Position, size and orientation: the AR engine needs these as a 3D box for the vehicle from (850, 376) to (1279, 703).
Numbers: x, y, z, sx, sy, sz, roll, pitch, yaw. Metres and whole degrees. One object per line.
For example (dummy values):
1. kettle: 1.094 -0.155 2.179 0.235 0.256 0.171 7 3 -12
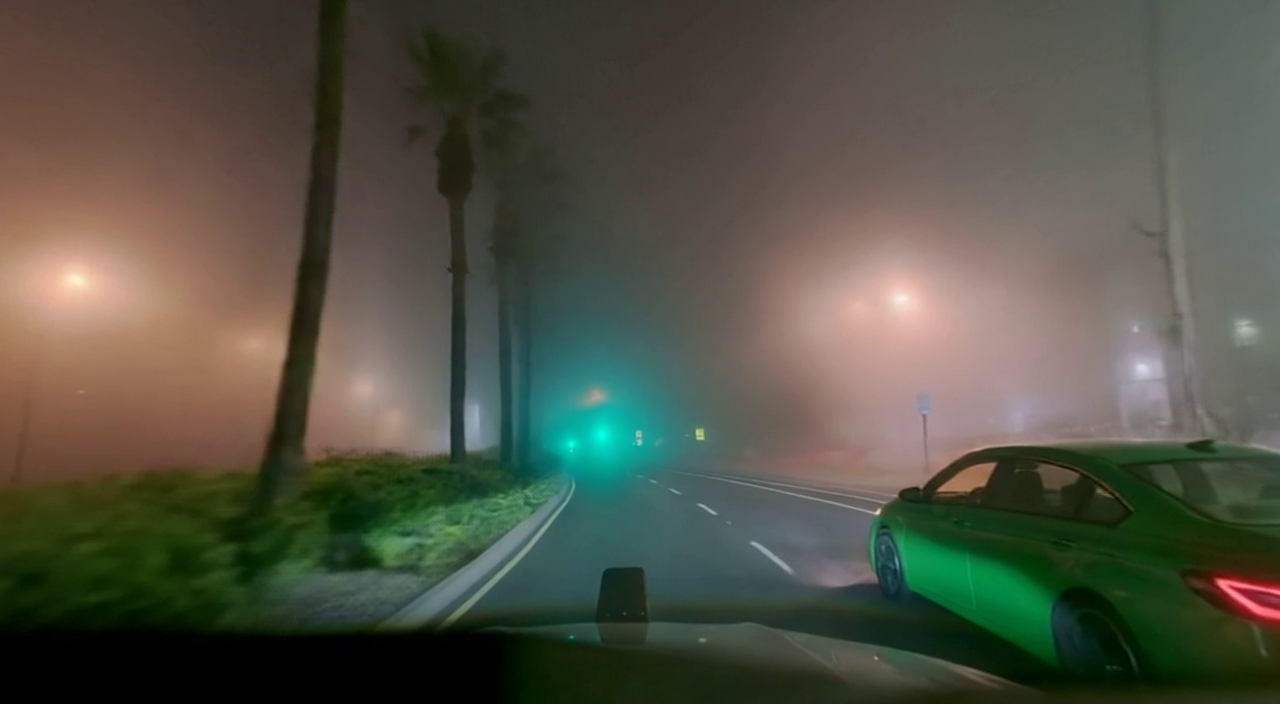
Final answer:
1. vehicle: 3.113 1.158 4.178 1.867 1.554 4.301 0 -8 -1
